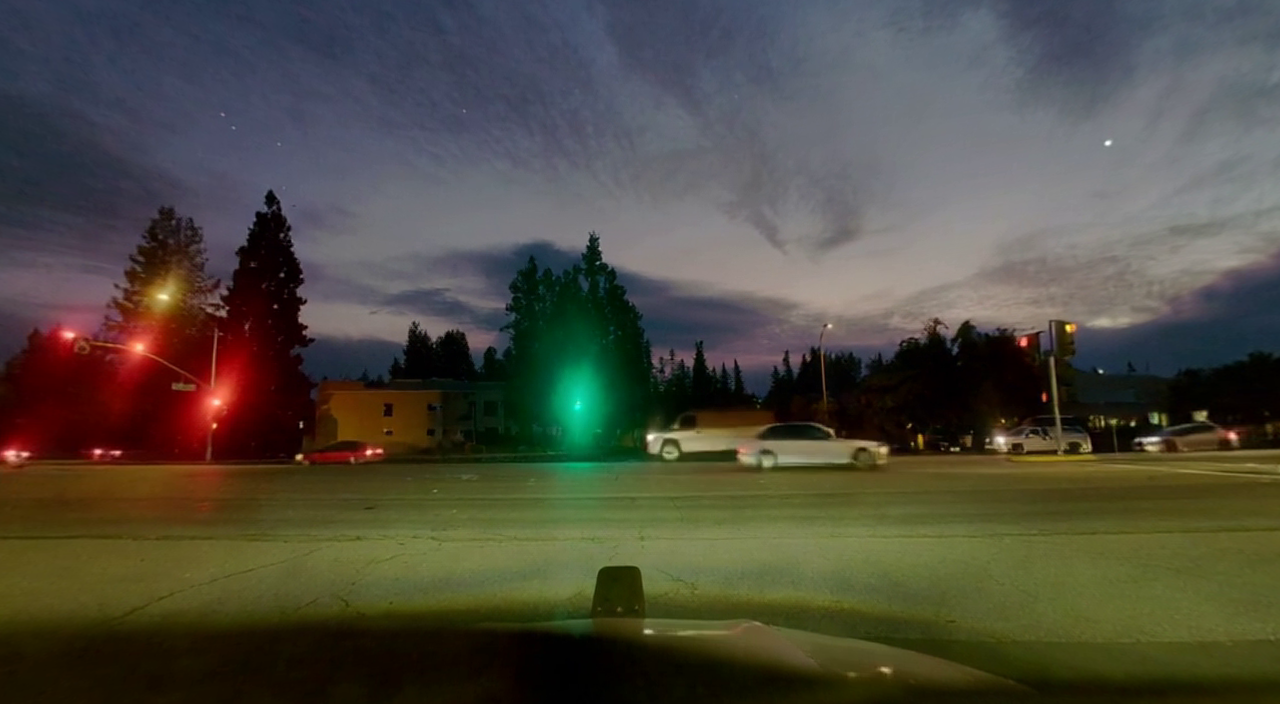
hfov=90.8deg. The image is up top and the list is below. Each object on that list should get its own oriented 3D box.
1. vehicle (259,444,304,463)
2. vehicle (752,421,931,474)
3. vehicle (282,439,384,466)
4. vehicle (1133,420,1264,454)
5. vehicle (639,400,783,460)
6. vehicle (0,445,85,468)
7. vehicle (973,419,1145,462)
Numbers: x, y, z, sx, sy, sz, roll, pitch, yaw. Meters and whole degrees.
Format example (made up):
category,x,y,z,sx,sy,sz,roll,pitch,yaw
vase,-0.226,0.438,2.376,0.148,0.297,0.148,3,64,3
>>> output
category,x,y,z,sx,sy,sz,roll,pitch,yaw
vehicle,-28.054,7.919,49.545,2.235,1.417,4.272,3,-9,-19
vehicle,5.850,2.870,18.957,4.836,1.445,2.057,-2,-9,11
vehicle,-17.206,5.658,35.494,4.860,1.441,1.934,-2,-9,11
vehicle,27.609,4.239,31.375,4.370,1.592,1.886,-2,-9,10
vehicle,4.029,4.467,35.857,7.790,3.197,2.653,-2,-9,10
vehicle,-41.295,7.184,43.695,4.488,1.536,1.849,-2,-9,10
vehicle,15.028,3.214,22.947,4.749,1.461,1.892,-1,-9,9
